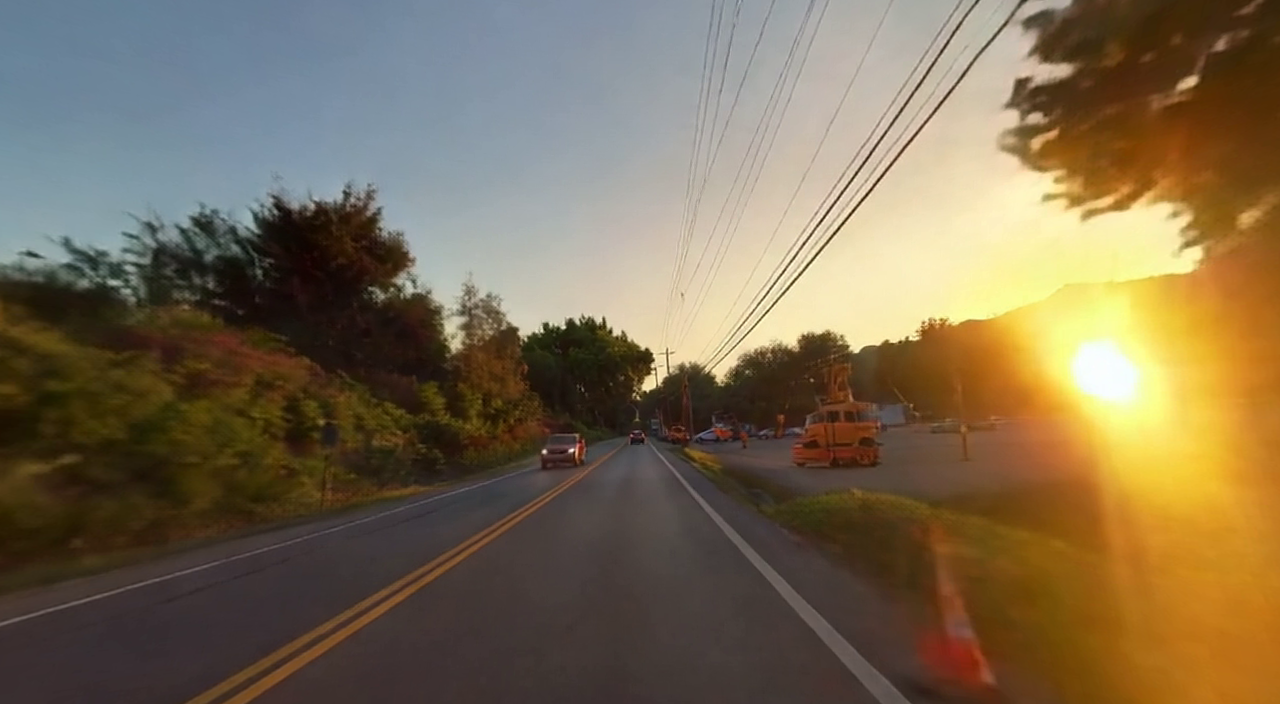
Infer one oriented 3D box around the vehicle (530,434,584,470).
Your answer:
[{"bbox_3d":[-3.933,4.843,30.651,2.020,1.631,4.054,0,-8,1],"label":"vehicle"}]
